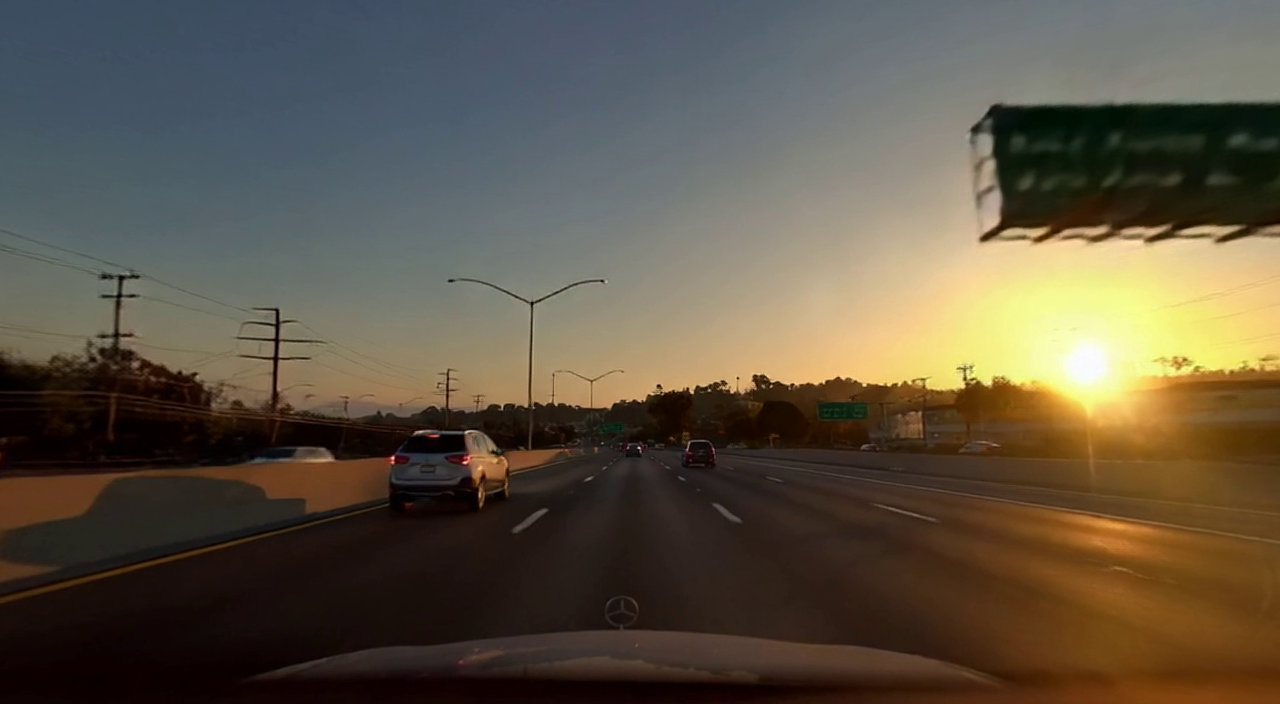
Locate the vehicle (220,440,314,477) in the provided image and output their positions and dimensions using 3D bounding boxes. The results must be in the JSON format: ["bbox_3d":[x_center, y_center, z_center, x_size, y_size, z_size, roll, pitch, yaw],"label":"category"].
[{"bbox_3d":[-20.099,5.726,34.343,2.062,1.809,5.001,0,-8,-1],"label":"vehicle"}]

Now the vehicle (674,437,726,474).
[{"bbox_3d":[2.833,4.962,30.612,1.997,1.638,4.281,0,-8,-1],"label":"vehicle"}]

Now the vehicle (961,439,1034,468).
[{"bbox_3d":[23.163,6.586,41.205,2.070,1.782,5.006,-1,-8,4],"label":"vehicle"}]

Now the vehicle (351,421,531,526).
[{"bbox_3d":[-3.653,2.321,12.662,2.099,1.682,4.590,0,-8,0],"label":"vehicle"}]
